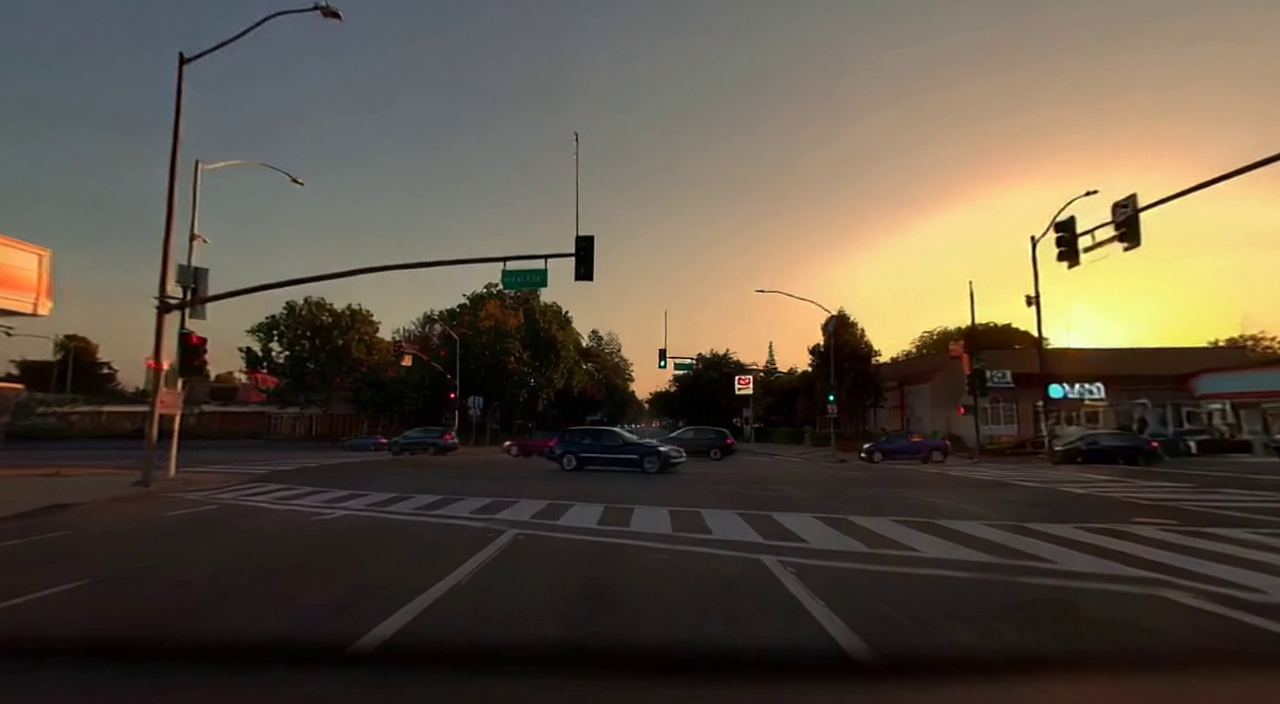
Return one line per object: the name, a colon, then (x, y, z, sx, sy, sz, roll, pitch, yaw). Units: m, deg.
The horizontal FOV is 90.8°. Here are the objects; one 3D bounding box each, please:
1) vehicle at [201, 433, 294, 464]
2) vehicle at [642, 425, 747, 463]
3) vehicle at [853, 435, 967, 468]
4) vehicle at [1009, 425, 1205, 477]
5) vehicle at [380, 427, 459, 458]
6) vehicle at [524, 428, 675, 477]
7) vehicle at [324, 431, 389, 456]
vehicle: (-19.811, 4.875, 31.857, 4.670, 1.458, 1.959, -5, -10, 31)
vehicle: (2.522, 4.346, 29.679, 4.562, 1.676, 1.819, -4, -10, 26)
vehicle: (13.090, 4.851, 30.790, 4.792, 1.467, 1.831, -6, -10, 32)
vehicle: (14.757, 3.179, 20.378, 4.681, 1.495, 2.096, -4, -10, 26)
vehicle: (-13.046, 5.363, 37.313, 4.311, 1.742, 1.864, -4, -10, 26)
vehicle: (-1.406, 3.357, 21.195, 4.806, 1.482, 1.862, -5, -10, 29)
vehicle: (-20.373, 6.612, 45.373, 4.433, 1.717, 1.839, -5, -10, 27)
